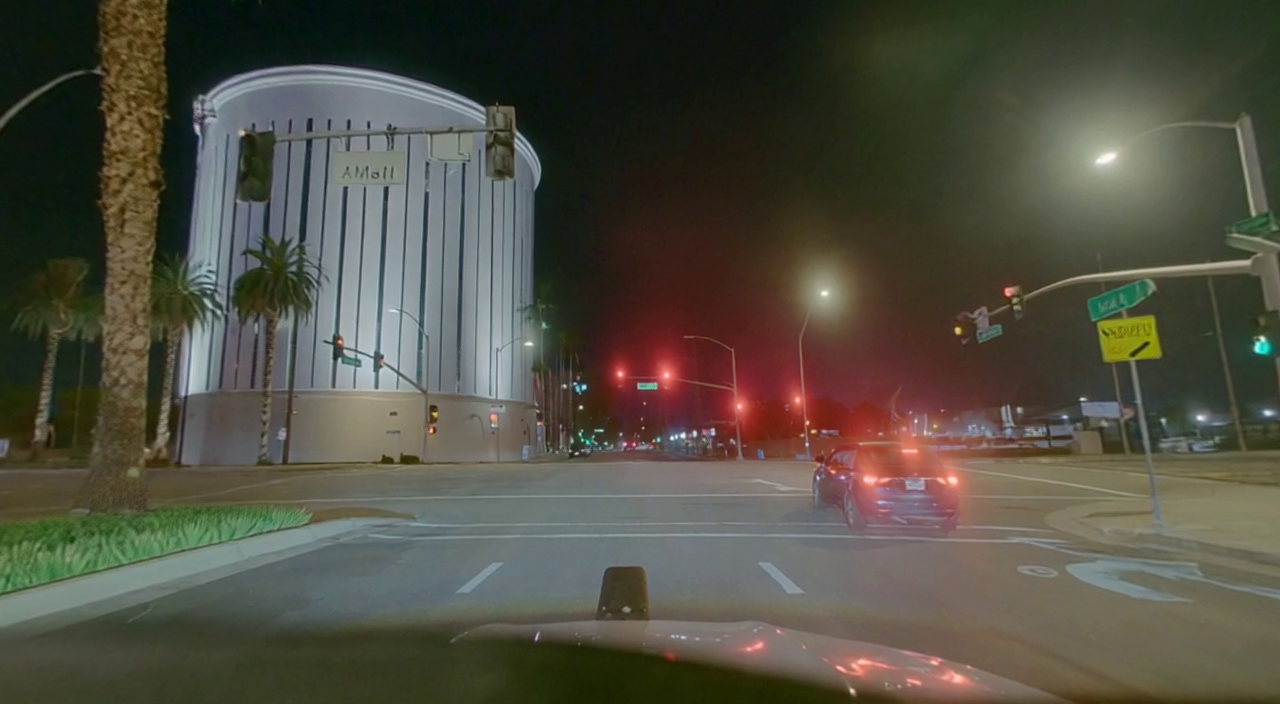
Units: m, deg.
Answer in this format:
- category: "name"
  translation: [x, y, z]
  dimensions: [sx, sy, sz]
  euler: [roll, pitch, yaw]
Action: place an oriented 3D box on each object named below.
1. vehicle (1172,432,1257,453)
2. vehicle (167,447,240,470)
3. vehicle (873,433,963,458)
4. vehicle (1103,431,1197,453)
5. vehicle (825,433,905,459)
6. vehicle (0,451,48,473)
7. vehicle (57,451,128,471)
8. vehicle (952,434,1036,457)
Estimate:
- category: "vehicle"
  translation: [42.118, 6.643, 46.283]
  dimensions: [4.437, 1.469, 1.811]
  euler: [0, -8, 0]
- category: "vehicle"
  translation: [-33.222, 8.089, 48.014]
  dimensions: [4.136, 1.661, 1.857]
  euler: [0, -8, 0]
- category: "vehicle"
  translation: [16.920, 5.727, 38.485]
  dimensions: [4.684, 1.461, 1.777]
  euler: [0, -8, -1]
- category: "vehicle"
  translation: [33.598, 5.941, 41.568]
  dimensions: [4.567, 1.458, 1.791]
  euler: [0, -8, 0]
- category: "vehicle"
  translation: [15.026, 6.291, 42.236]
  dimensions: [4.648, 1.665, 1.910]
  euler: [0, -8, -1]
- category: "vehicle"
  translation: [-48.041, 8.389, 48.156]
  dimensions: [3.786, 1.555, 1.702]
  euler: [0, -8, 2]
- category: "vehicle"
  translation: [-41.719, 8.300, 48.028]
  dimensions: [3.698, 1.467, 1.779]
  euler: [0, -8, 0]
- category: "vehicle"
  translation: [23.532, 6.211, 41.989]
  dimensions: [4.423, 1.465, 1.798]
  euler: [0, -8, 0]
